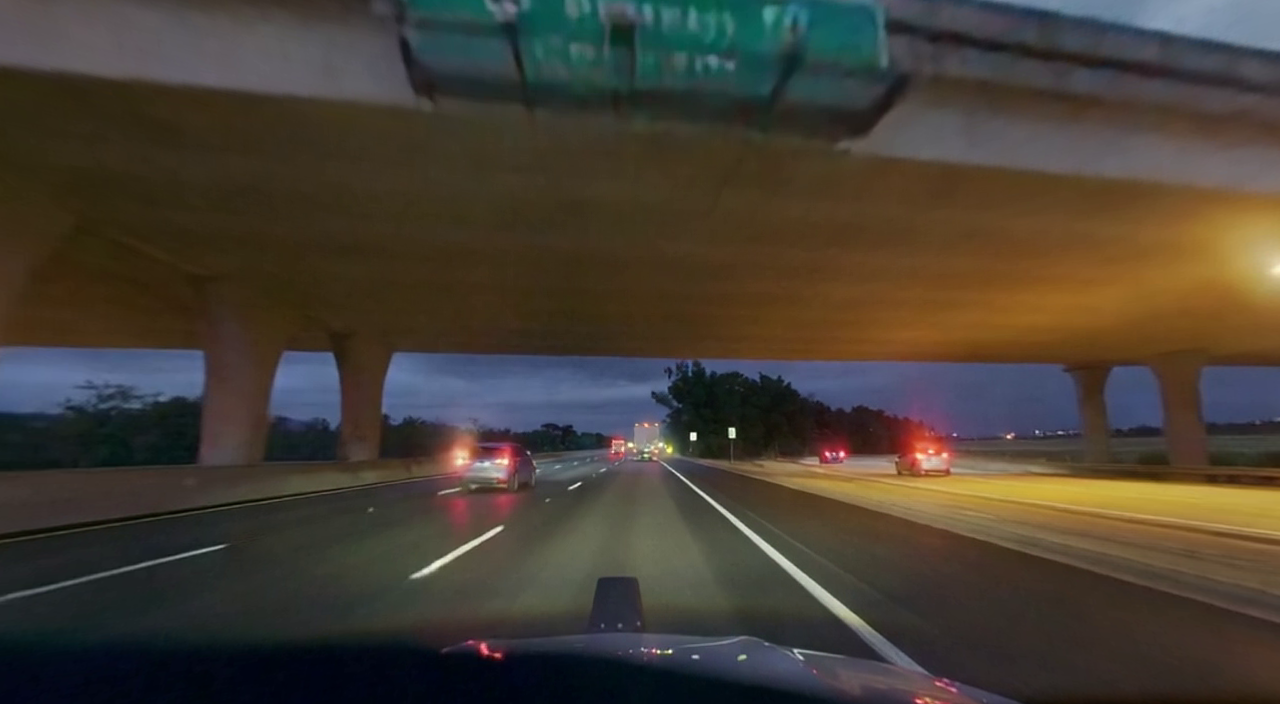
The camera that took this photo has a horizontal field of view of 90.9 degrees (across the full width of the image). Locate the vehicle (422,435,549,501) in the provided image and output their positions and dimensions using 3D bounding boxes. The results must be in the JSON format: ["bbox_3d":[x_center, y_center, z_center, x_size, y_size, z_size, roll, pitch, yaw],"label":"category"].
[{"bbox_3d":[-4.141,3.222,17.941,2.235,1.593,5.077,0,-9,1],"label":"vehicle"}]
